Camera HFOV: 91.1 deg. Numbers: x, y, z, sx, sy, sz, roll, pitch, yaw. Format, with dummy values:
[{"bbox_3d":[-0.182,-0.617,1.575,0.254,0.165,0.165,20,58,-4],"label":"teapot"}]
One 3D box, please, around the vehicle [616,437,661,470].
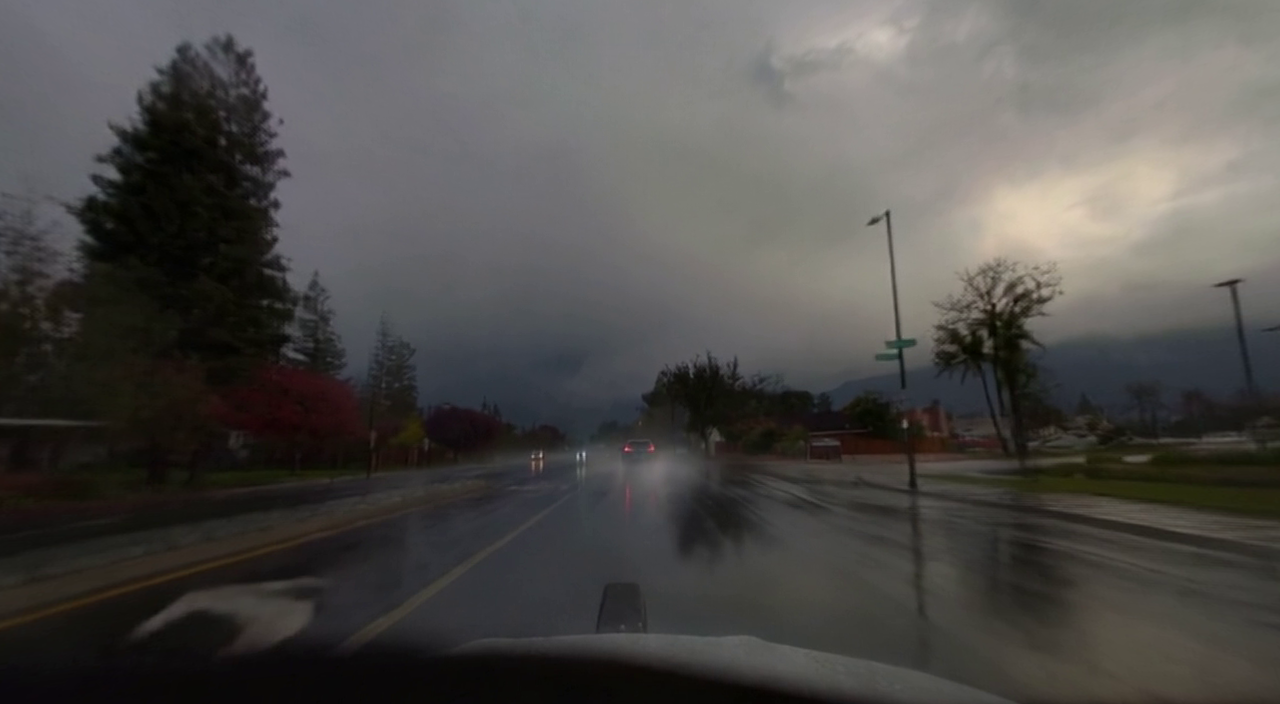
[{"bbox_3d":[-0.161,5.812,36.124,2.165,1.783,4.391,1,-9,-5],"label":"vehicle"}]
